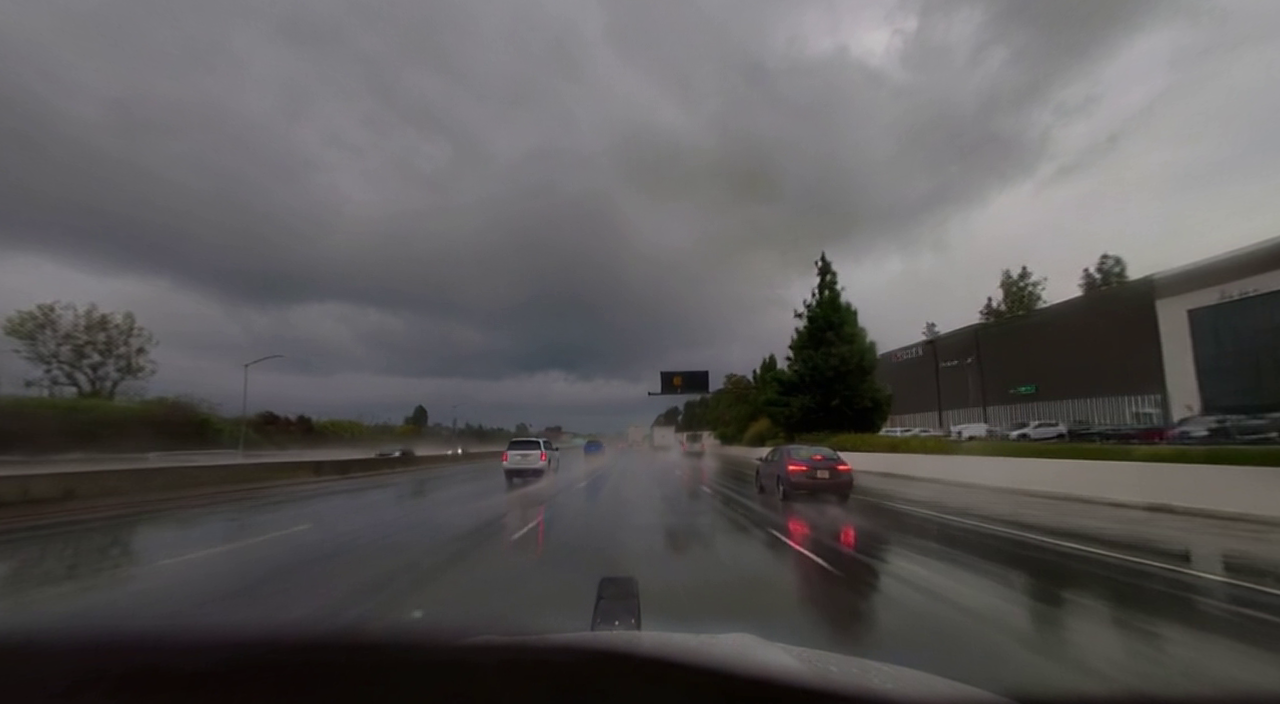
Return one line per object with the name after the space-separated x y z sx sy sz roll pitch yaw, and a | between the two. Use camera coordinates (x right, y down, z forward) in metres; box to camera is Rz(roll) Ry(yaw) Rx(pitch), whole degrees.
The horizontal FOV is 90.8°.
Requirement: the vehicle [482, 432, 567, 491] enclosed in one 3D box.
-3.758 3.657 21.400 1.987 1.765 4.508 0 -8 0 | vehicle

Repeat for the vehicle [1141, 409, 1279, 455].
27.689 3.922 30.387 2.212 1.977 5.953 -1 -9 -1 | vehicle

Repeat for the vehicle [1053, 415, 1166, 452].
27.640 4.940 37.572 2.088 1.999 5.981 -1 -9 0 | vehicle

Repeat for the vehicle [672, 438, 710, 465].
3.597 7.130 45.352 2.198 1.807 4.530 0 -9 -2 | vehicle

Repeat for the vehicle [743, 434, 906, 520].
3.667 2.573 13.599 1.957 1.510 4.643 0 -8 -2 | vehicle

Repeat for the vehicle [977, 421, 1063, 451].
27.394 6.165 45.904 2.176 1.975 6.444 -1 -9 -1 | vehicle
